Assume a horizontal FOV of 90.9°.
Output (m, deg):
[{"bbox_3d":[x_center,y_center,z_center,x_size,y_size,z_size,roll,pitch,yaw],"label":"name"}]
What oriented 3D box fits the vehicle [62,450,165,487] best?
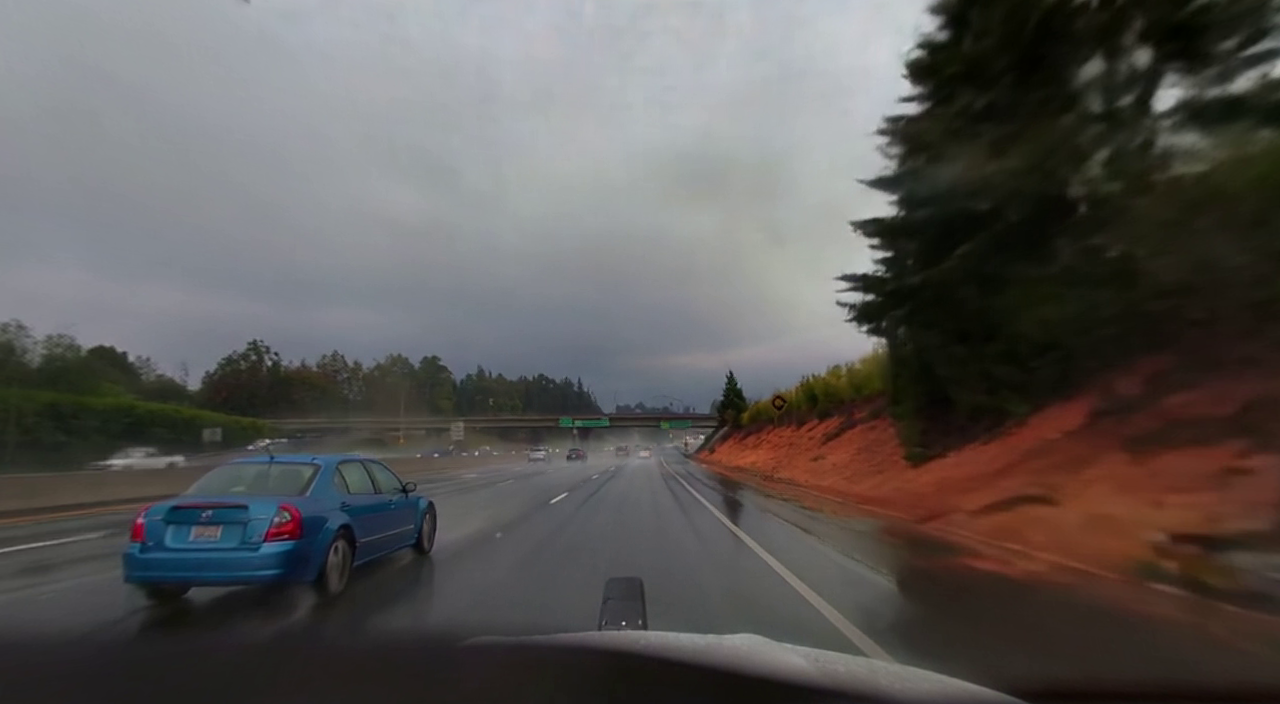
[{"bbox_3d":[-20.915,4.615,25.210,1.447,1.320,3.188,0,-8,-2],"label":"vehicle"}]
